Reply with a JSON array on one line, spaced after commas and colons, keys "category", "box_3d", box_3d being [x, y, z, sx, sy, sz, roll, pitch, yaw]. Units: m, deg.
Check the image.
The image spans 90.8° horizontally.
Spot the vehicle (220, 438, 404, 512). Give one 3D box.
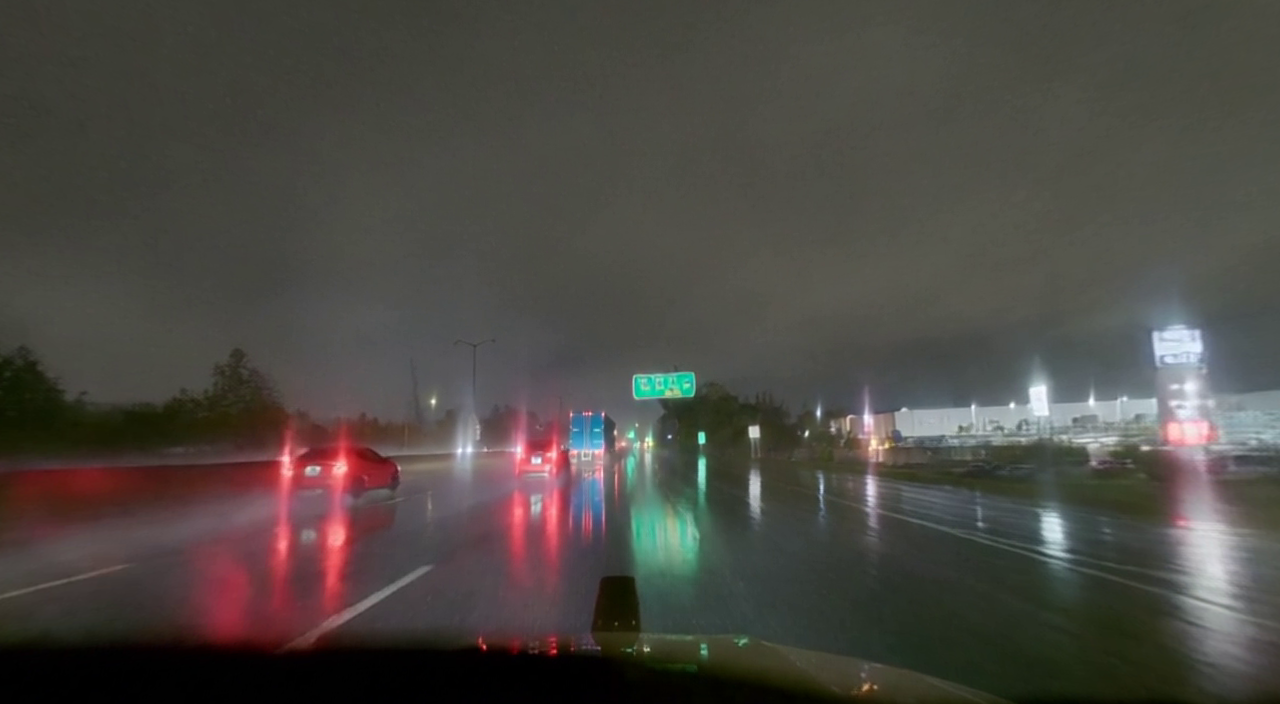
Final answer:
[{"category": "vehicle", "box_3d": [-7.584, 2.865, 15.240, 2.026, 1.477, 4.467, 0, -9, 0]}]

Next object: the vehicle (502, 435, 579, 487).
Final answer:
[{"category": "vehicle", "box_3d": [-3.406, 3.844, 22.517, 2.033, 1.669, 4.112, 0, -9, 1]}]
